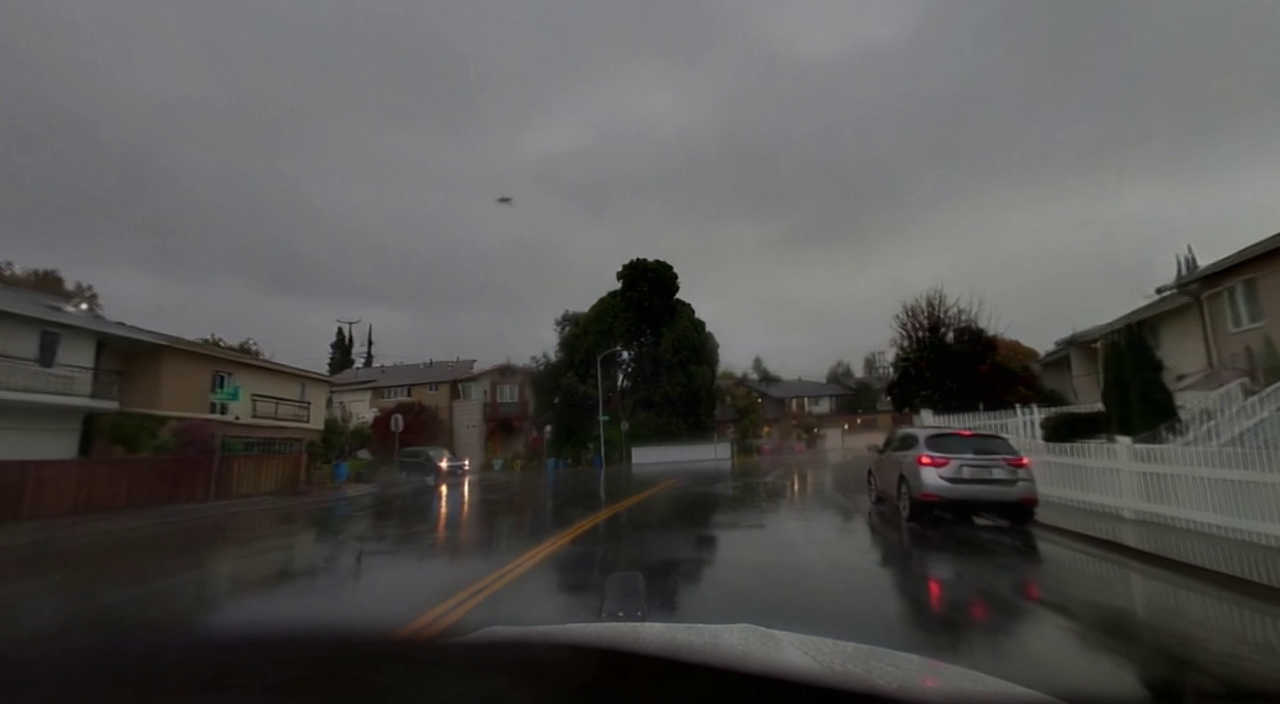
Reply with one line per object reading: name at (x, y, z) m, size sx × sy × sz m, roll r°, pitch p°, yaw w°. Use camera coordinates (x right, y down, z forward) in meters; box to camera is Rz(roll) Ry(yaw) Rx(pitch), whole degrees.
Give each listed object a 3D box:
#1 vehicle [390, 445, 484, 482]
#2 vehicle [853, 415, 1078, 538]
vehicle at (-10.084, 5.472, 31.304) m, size 4.270 × 1.683 × 1.984 m, roll -5°, pitch -10°, yaw 29°
vehicle at (5.357, 2.085, 11.218) m, size 2.105 × 1.705 × 4.392 m, roll -1°, pitch -8°, yaw 8°
